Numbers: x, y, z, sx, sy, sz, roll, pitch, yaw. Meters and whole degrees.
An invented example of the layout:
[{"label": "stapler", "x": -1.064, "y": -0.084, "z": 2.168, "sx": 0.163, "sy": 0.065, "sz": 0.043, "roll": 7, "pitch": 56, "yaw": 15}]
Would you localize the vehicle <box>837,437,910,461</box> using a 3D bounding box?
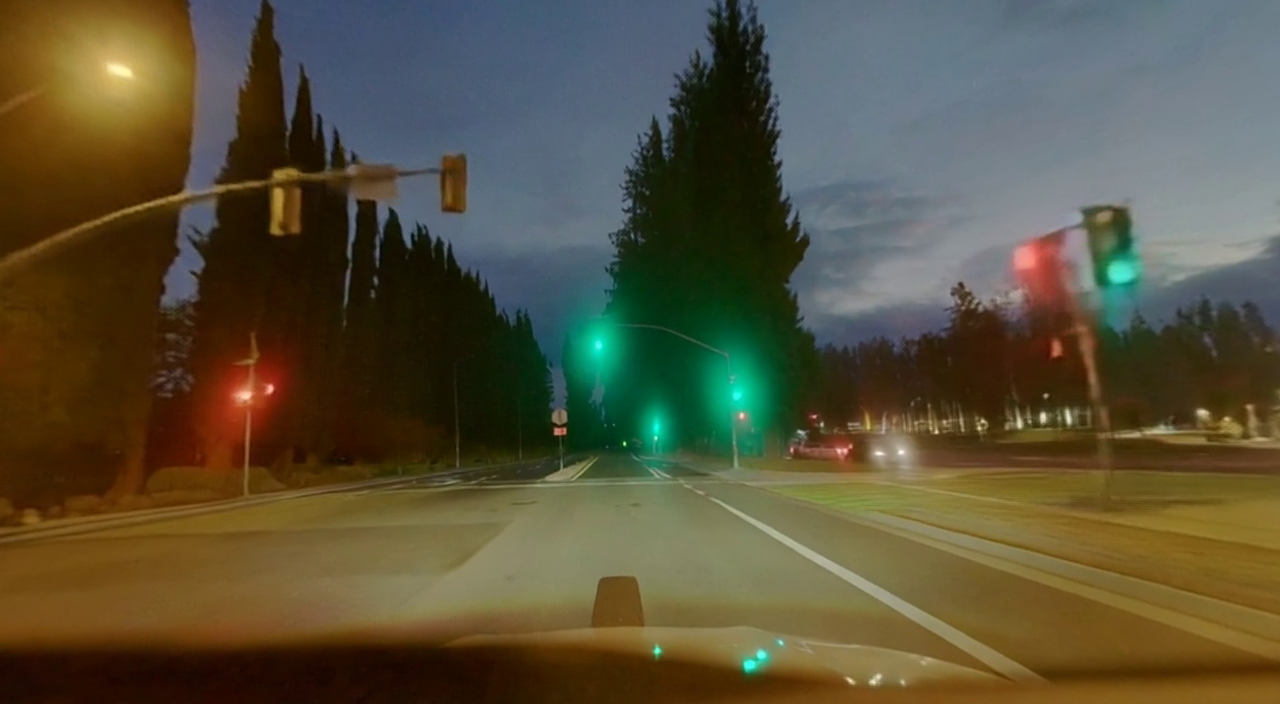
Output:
[{"label": "vehicle", "x": 14.666, "y": 6.110, "z": 39.801, "sx": 3.914, "sy": 1.415, "sz": 1.626, "roll": 0, "pitch": -8, "yaw": 1}]
